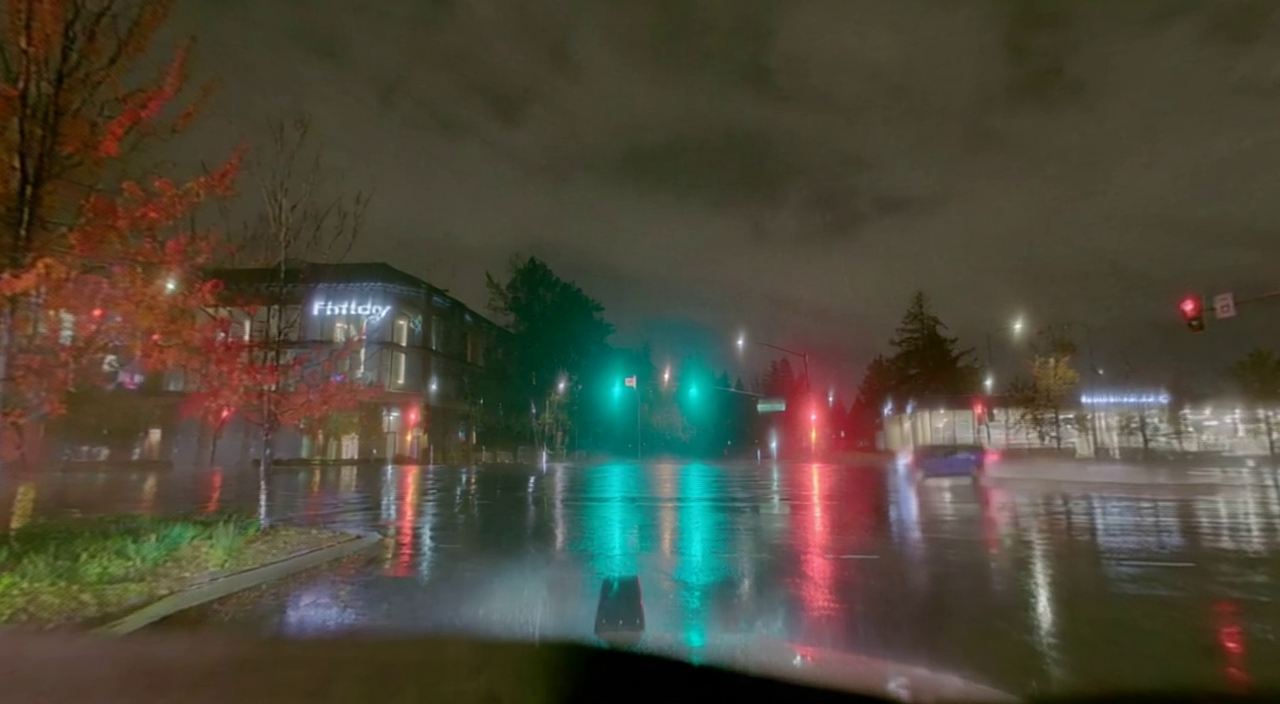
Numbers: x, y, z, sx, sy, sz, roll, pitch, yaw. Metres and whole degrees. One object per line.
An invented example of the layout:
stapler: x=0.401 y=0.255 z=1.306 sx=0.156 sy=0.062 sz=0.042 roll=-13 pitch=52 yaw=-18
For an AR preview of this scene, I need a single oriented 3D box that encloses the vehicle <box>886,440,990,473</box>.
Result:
vehicle: x=16.297 y=5.710 z=34.719 sx=4.639 sy=1.699 sz=2.030 roll=0 pitch=-9 yaw=-3
